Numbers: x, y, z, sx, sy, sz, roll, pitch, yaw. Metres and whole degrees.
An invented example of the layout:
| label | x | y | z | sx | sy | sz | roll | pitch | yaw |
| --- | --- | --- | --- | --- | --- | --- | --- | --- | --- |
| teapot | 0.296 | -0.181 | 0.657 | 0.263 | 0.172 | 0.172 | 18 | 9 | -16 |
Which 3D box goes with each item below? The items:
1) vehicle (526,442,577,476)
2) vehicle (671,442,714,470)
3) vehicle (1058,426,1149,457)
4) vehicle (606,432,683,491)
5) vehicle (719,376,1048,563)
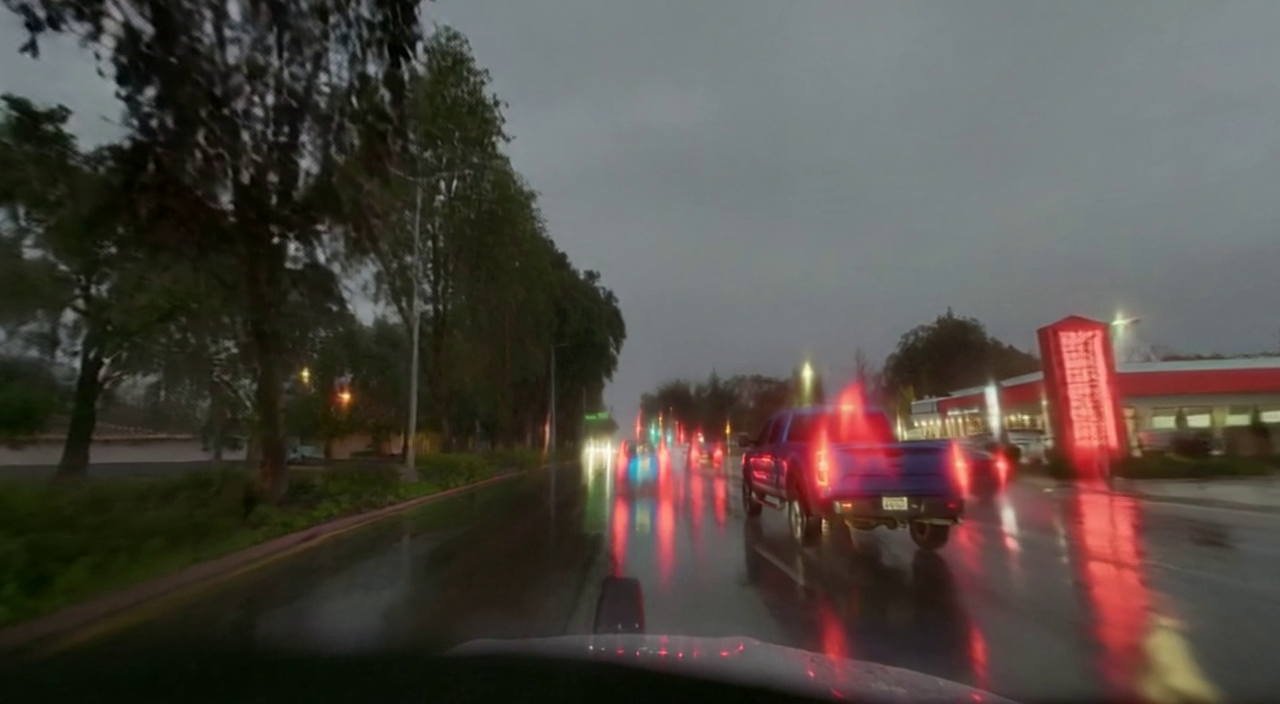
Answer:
| label | x | y | z | sx | sy | sz | roll | pitch | yaw |
| --- | --- | --- | --- | --- | --- | --- | --- | --- | --- |
| vehicle | -4.126 | 5.034 | 29.939 | 1.960 | 1.475 | 4.161 | 0 | -9 | -2 |
| vehicle | 2.868 | 5.862 | 35.531 | 1.970 | 1.464 | 4.249 | 0 | -9 | -1 |
| vehicle | 28.720 | 5.575 | 39.086 | 3.992 | 1.669 | 1.803 | -3 | -9 | 3 |
| vehicle | 0.078 | 3.400 | 19.791 | 2.145 | 1.650 | 4.021 | 0 | -9 | -1 |
| vehicle | 3.158 | 1.779 | 10.248 | 2.731 | 2.101 | 6.047 | 1 | -9 | -2 |
